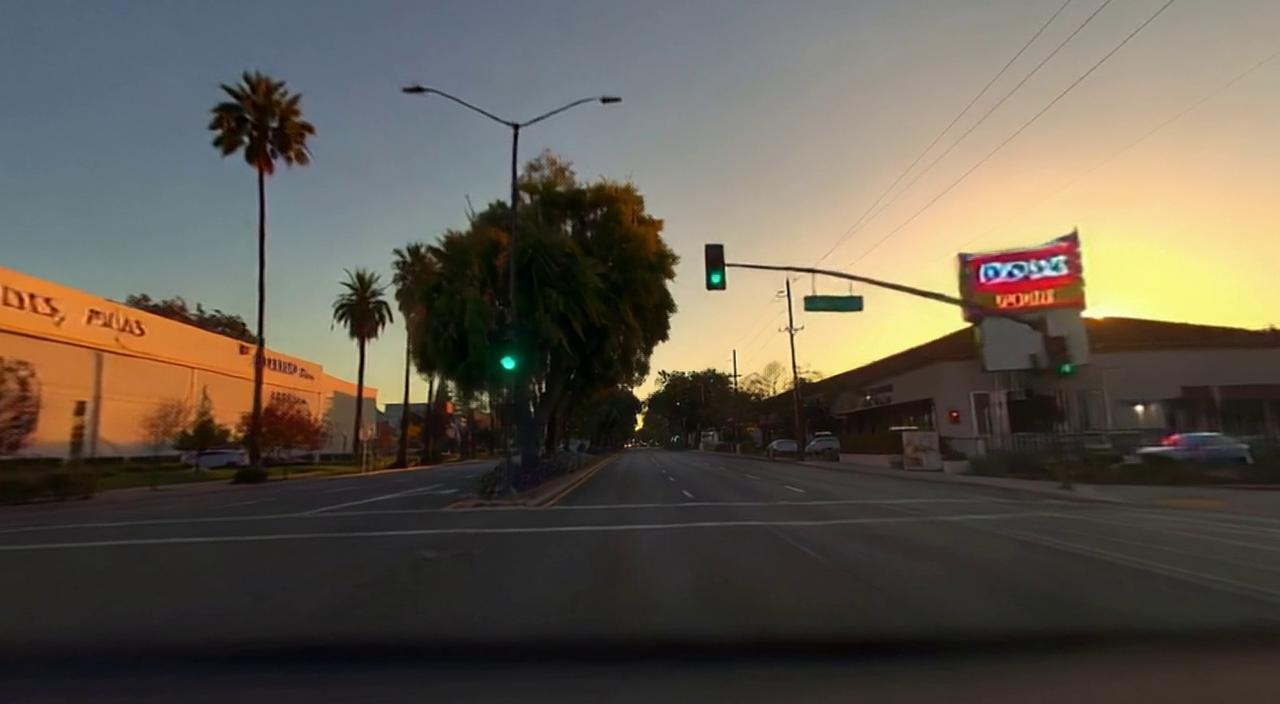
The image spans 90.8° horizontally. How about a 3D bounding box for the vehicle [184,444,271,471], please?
[{"bbox_3d":[-32.011,8.174,49.079,5.196,1.936,2.247,-1,-9,3],"label":"vehicle"}]
